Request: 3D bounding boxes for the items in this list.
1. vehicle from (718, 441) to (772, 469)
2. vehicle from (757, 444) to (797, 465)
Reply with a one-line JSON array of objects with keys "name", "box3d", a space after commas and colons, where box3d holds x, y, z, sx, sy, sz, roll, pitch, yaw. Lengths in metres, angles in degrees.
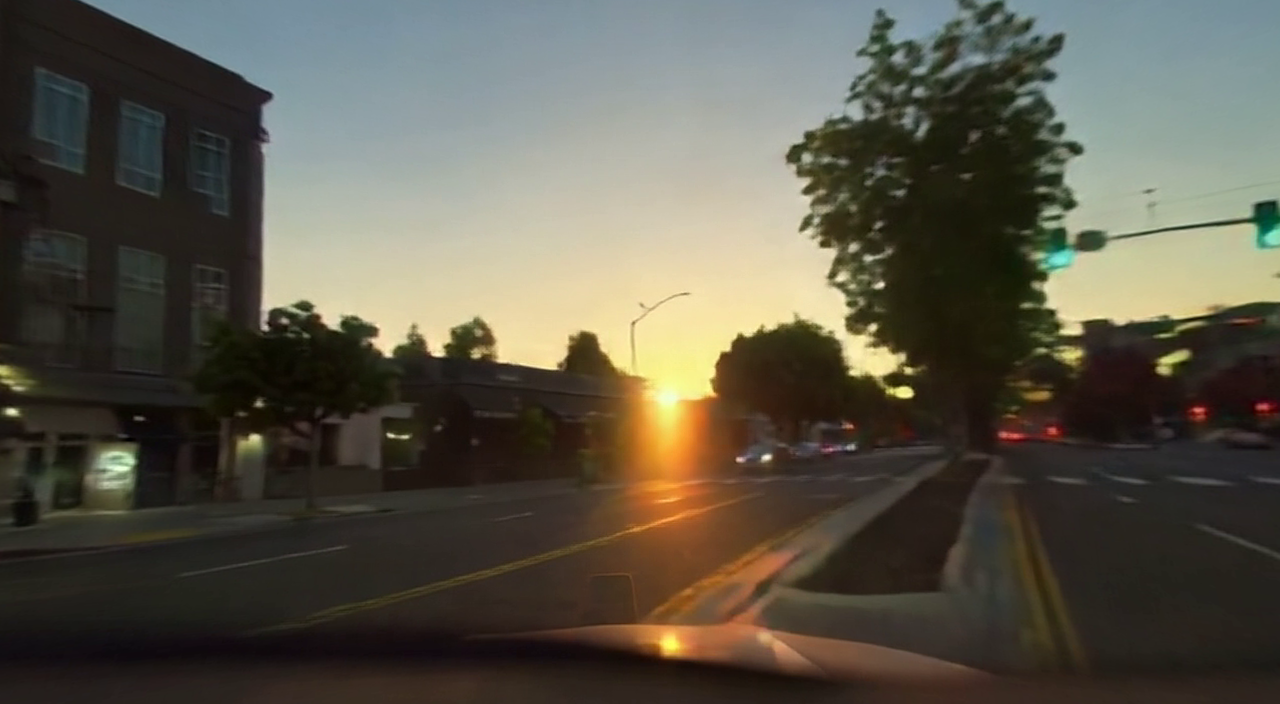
[{"name": "vehicle", "box3d": [6.844, 6.657, 40.966, 2.075, 1.708, 4.335, -5, -10, 29]}, {"name": "vehicle", "box3d": [10.179, 7.563, 46.694, 1.719, 1.440, 4.201, -5, -10, 29]}]
